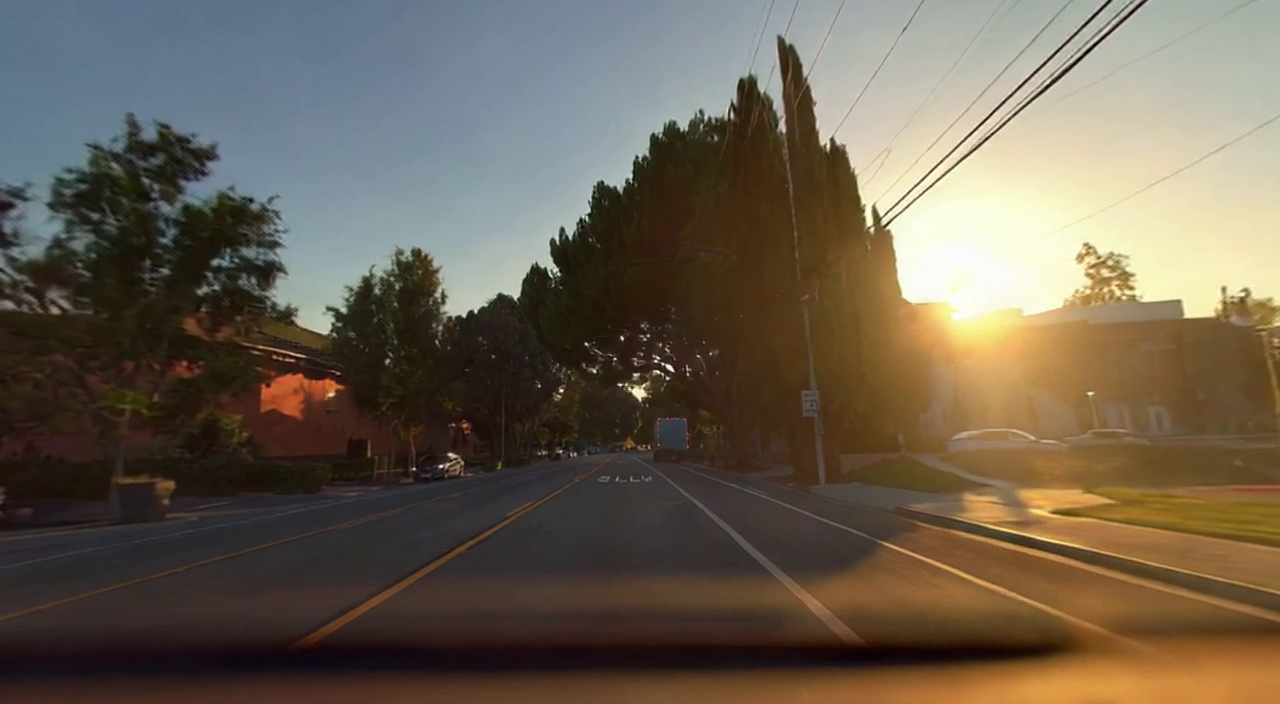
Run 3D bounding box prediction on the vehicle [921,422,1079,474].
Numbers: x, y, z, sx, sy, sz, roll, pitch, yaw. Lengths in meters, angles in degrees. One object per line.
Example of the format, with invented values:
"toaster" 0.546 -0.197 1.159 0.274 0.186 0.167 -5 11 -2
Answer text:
"vehicle" 12.604 3.413 22.424 4.554 1.668 1.974 -5 -10 27
